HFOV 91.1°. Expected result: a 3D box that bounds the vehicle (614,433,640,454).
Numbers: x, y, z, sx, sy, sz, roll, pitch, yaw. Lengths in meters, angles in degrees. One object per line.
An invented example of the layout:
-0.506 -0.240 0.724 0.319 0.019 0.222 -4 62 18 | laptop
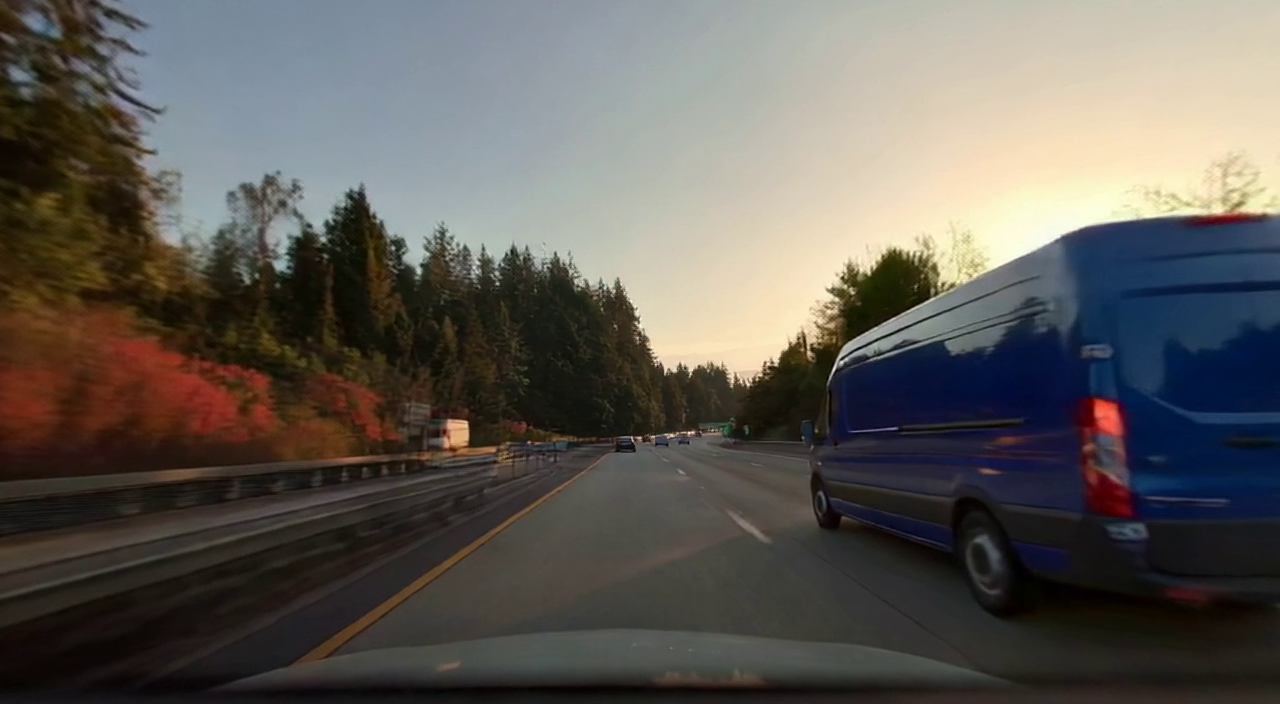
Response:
-0.992 6.986 48.297 1.900 1.524 4.324 0 -8 -1 | vehicle

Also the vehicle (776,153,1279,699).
3.543 0.763 6.623 2.416 2.595 7.243 0 -8 -1 | vehicle
